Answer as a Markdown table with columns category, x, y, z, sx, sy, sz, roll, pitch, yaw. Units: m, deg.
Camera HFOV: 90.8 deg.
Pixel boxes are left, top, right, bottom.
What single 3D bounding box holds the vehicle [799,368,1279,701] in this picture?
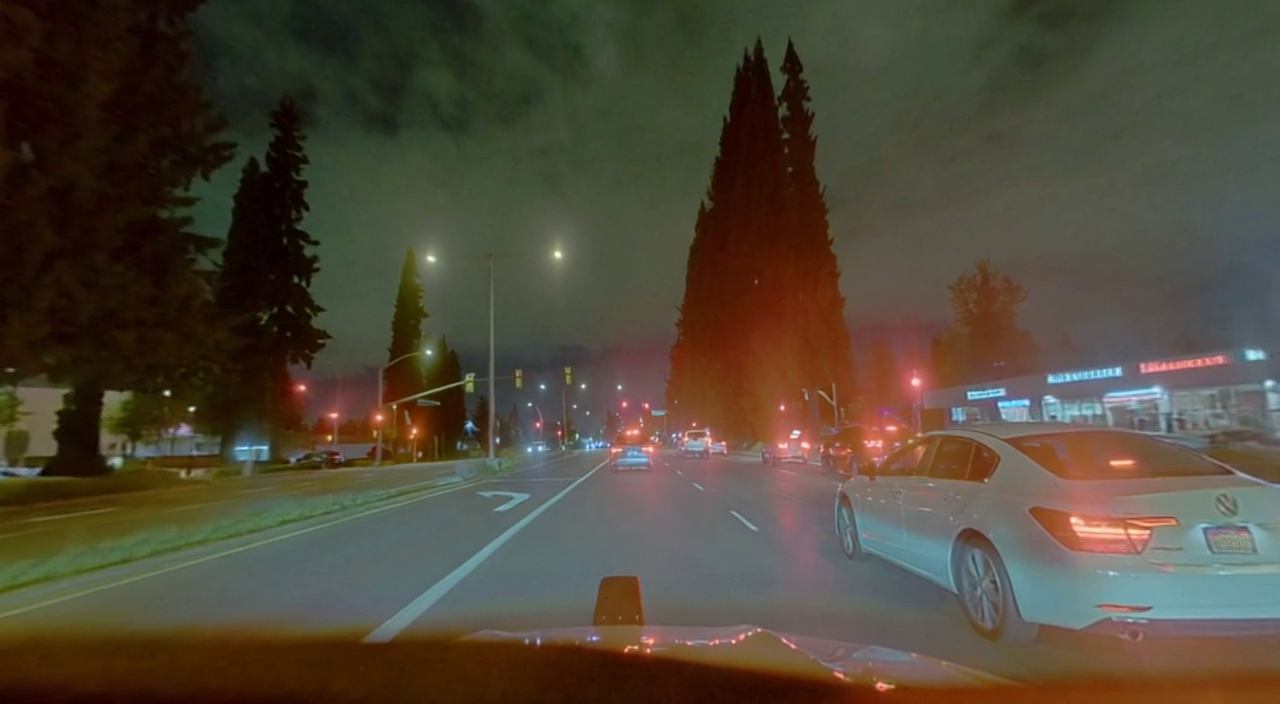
| category | x | y | z | sx | sy | sz | roll | pitch | yaw |
| --- | --- | --- | --- | --- | --- | --- | --- | --- | --- |
| vehicle | 3.095 | 1.234 | 5.492 | 2.153 | 1.658 | 4.485 | 0 | -8 | -1 |

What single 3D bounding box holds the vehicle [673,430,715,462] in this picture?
| category | x | y | z | sx | sy | sz | roll | pitch | yaw |
| --- | --- | --- | --- | --- | --- | --- | --- | --- | --- |
| vehicle | 3.108 | 5.551 | 37.292 | 2.000 | 1.745 | 4.206 | 0 | -8 | -2 |

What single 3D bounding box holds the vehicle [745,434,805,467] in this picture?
| category | x | y | z | sx | sy | sz | roll | pitch | yaw |
| --- | --- | --- | --- | --- | --- | --- | --- | --- | --- |
| vehicle | 6.364 | 4.696 | 30.236 | 1.883 | 1.452 | 4.258 | 0 | -8 | -1 |

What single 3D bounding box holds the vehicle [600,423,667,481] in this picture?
| category | x | y | z | sx | sy | sz | roll | pitch | yaw |
| --- | --- | --- | --- | --- | --- | --- | --- | --- | --- |
| vehicle | -0.252 | 3.462 | 22.077 | 2.106 | 1.798 | 4.168 | 0 | -8 | -1 |
